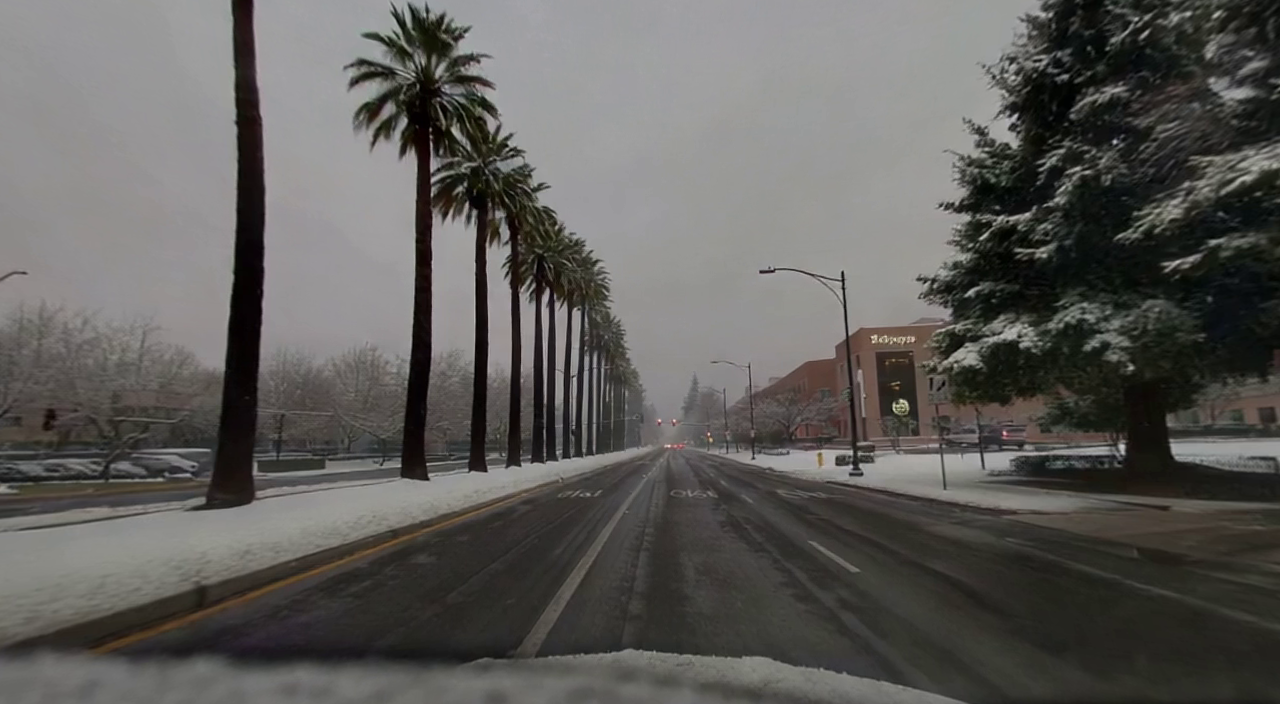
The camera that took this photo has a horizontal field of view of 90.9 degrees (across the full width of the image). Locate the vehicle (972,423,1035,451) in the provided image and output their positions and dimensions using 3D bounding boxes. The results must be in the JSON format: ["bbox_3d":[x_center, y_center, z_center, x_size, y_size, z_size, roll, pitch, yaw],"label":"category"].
[{"bbox_3d":[25.254,5.952,43.987,2.222,1.818,5.099,-2,-9,12],"label":"vehicle"}]

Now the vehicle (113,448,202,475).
[{"bbox_3d":[-33.600,7.625,44.110,2.020,1.768,5.003,-1,-8,5],"label":"vehicle"}]
